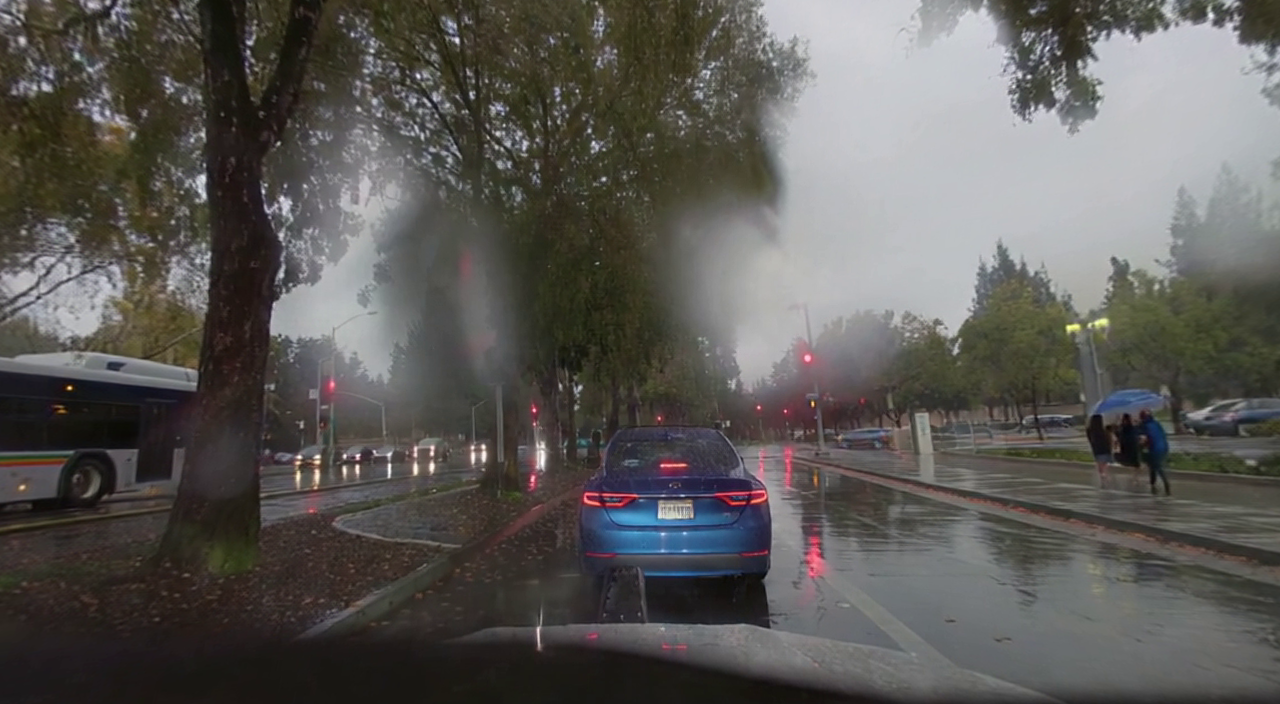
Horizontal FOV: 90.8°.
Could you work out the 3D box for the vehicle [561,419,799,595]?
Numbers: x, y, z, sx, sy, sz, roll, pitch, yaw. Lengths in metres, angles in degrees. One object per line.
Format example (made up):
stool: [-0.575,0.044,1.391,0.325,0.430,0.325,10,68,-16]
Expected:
vehicle: [0.372,1.617,7.398,2.035,1.499,3.799,0,-8,1]

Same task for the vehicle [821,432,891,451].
vehicle: [16.812,7.001,49.332,4.830,1.461,1.883,0,-9,3]
